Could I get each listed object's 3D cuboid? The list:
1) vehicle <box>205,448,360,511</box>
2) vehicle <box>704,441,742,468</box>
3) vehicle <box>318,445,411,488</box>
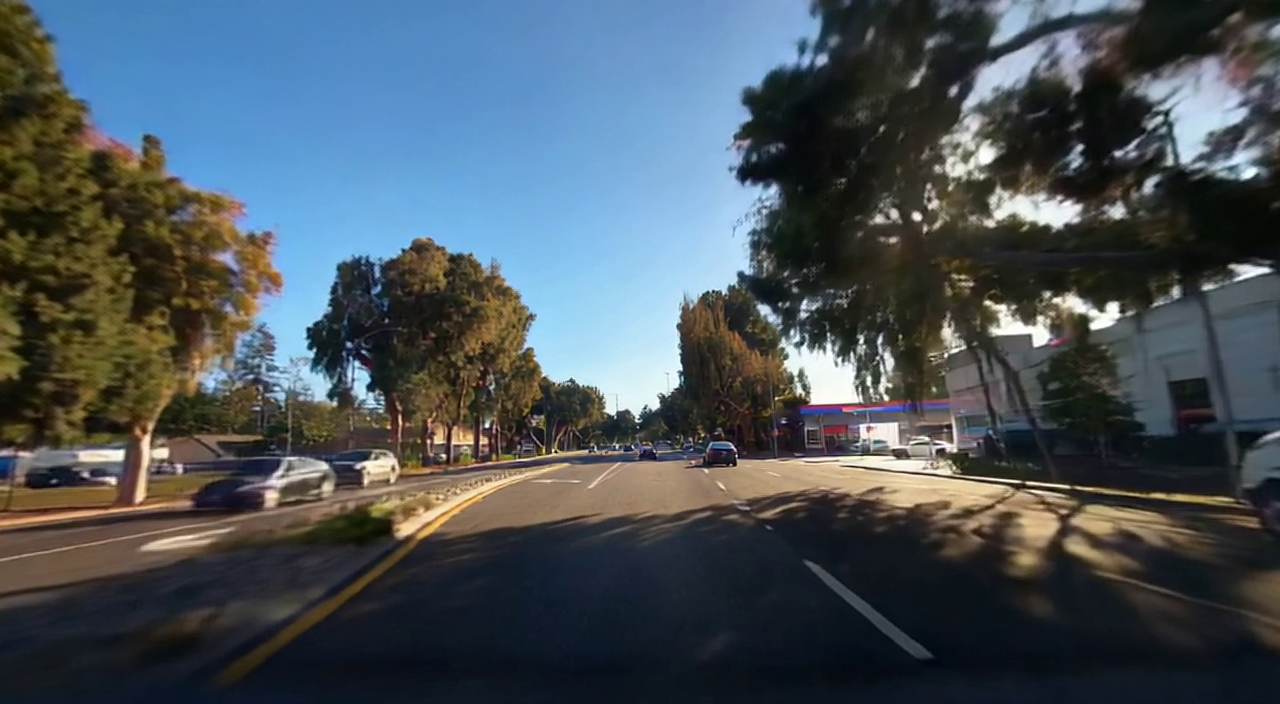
[{"bbox_3d":[-10.459,3.724,18.997,1.994,1.657,4.510,0,-9,0],"label":"vehicle"},{"bbox_3d":[5.267,6.585,40.766,1.957,1.643,4.226,0,-9,1],"label":"vehicle"},{"bbox_3d":[-13.679,5.688,31.833,2.225,1.961,5.380,0,-9,0],"label":"vehicle"}]
